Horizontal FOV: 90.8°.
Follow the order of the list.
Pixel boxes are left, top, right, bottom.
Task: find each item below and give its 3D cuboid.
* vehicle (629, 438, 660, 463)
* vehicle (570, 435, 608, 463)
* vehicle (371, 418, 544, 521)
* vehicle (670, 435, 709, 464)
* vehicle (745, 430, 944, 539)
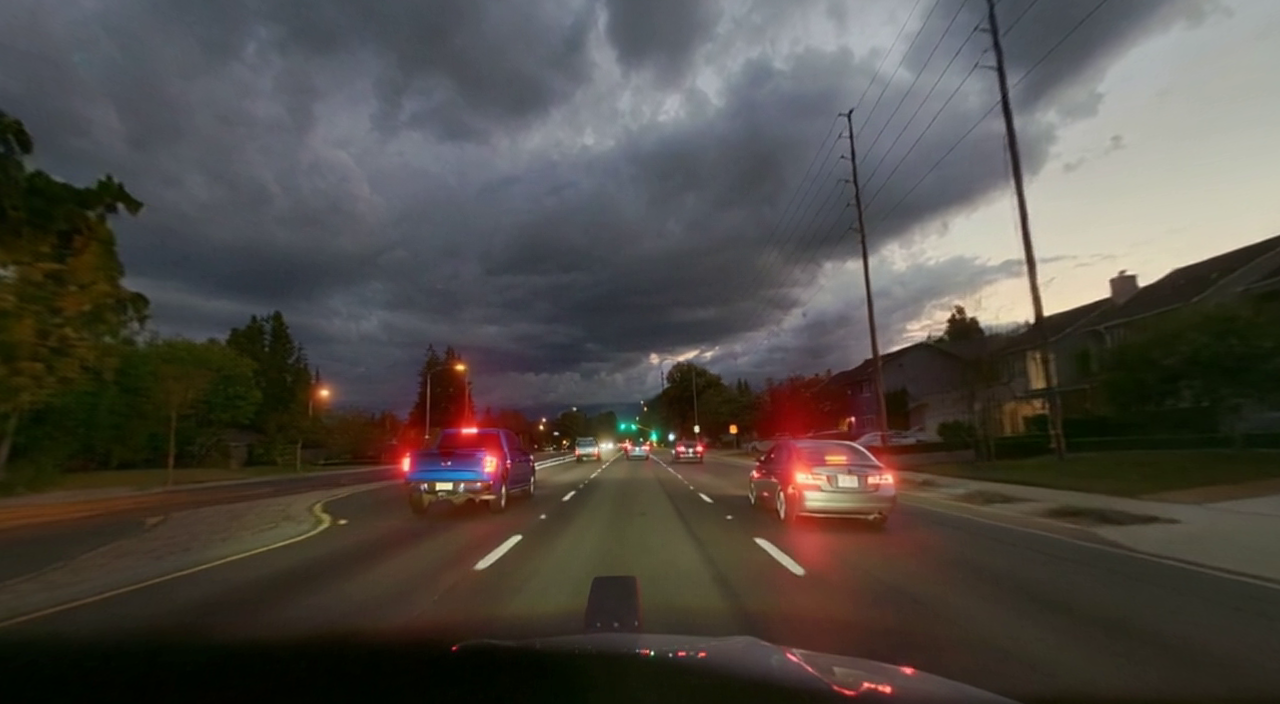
[{"bbox_3d":[0.238,6.713,43.216,1.997,1.636,3.760,0,-8,-2],"label":"vehicle"},{"bbox_3d":[-3.502,6.785,44.239,2.218,1.829,4.492,0,-8,0],"label":"vehicle"},{"bbox_3d":[-3.524,2.400,13.475,2.111,1.745,5.274,0,-8,0],"label":"vehicle"},{"bbox_3d":[3.291,6.587,42.963,2.099,1.845,4.363,0,-8,-2],"label":"vehicle"},{"bbox_3d":[3.138,2.120,10.753,1.884,1.463,4.195,0,-8,-1],"label":"vehicle"}]
